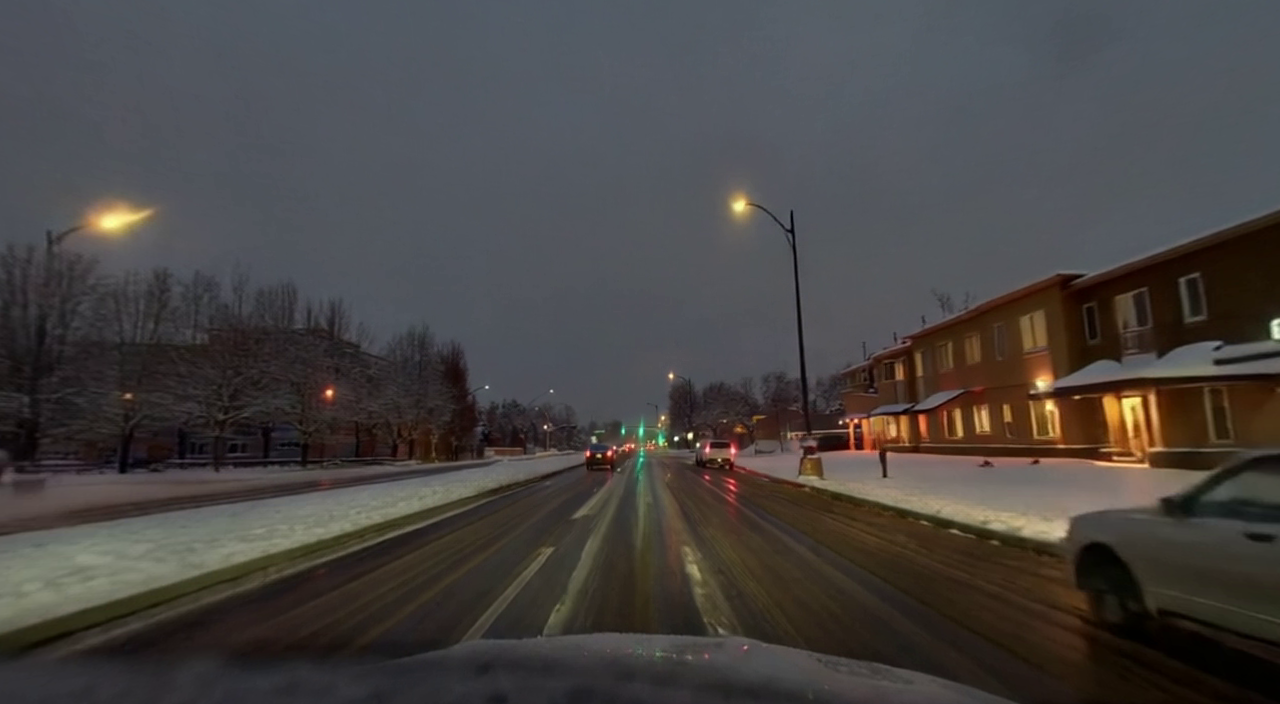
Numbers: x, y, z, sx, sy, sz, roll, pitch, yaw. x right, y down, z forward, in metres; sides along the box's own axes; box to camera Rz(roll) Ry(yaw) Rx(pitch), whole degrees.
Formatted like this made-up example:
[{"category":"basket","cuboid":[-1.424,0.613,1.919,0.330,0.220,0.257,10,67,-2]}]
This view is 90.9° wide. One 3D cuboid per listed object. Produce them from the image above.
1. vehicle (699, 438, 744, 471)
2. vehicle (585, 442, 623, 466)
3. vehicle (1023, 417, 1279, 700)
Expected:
[{"category":"vehicle","cuboid":[4.676,5.965,36.886,2.067,1.755,4.616,0,-8,1]},{"category":"vehicle","cuboid":[-2.350,6.855,42.477,2.176,1.543,4.335,0,-8,1]},{"category":"vehicle","cuboid":[4.431,1.099,3.338,2.025,1.500,4.465,0,-8,1]}]
